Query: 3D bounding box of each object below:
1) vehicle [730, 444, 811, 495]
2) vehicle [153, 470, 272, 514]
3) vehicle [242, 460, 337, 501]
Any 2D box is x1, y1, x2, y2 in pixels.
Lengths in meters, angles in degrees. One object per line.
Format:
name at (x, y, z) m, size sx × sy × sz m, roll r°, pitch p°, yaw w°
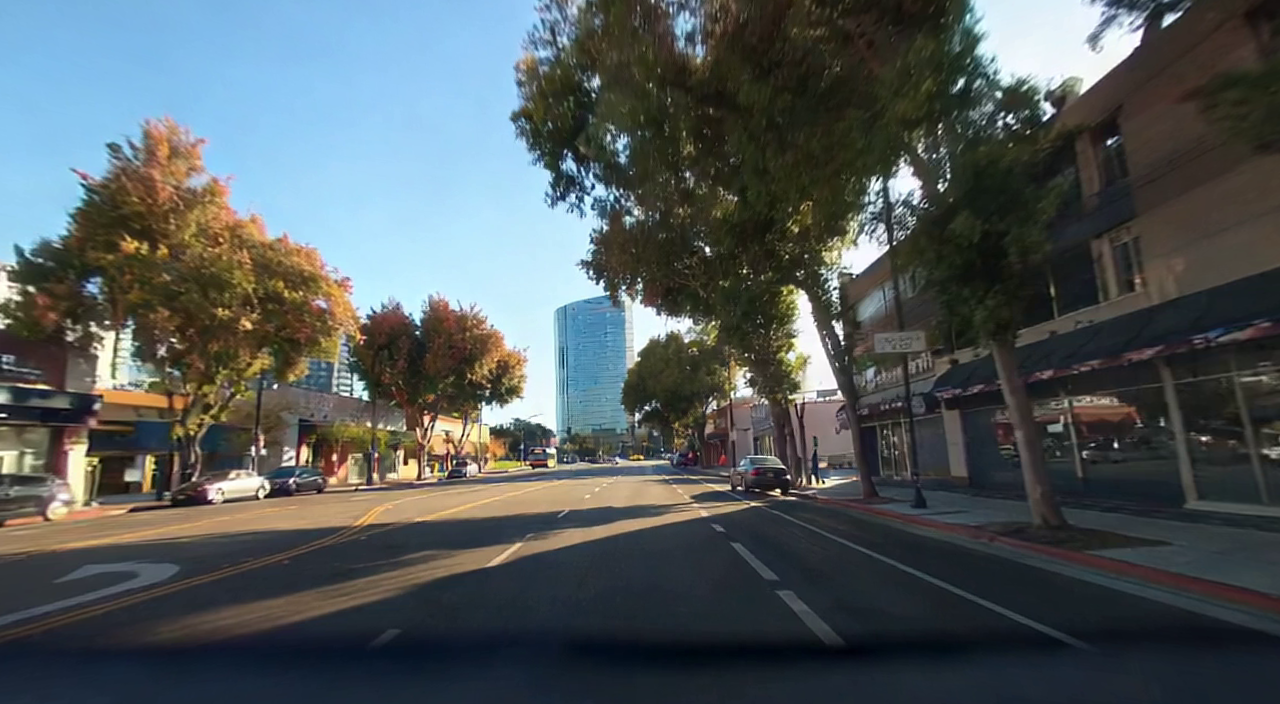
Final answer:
vehicle at (5.115, 4.682, 25.527) m, size 2.241 × 1.832 × 5.234 m, roll 0°, pitch -9°, yaw 1°
vehicle at (-17.380, 5.669, 25.917) m, size 1.767 × 1.487 × 4.265 m, roll 0°, pitch -9°, yaw 2°
vehicle at (-17.549, 6.420, 31.811) m, size 1.920 × 1.796 × 4.710 m, roll 0°, pitch -9°, yaw 2°
